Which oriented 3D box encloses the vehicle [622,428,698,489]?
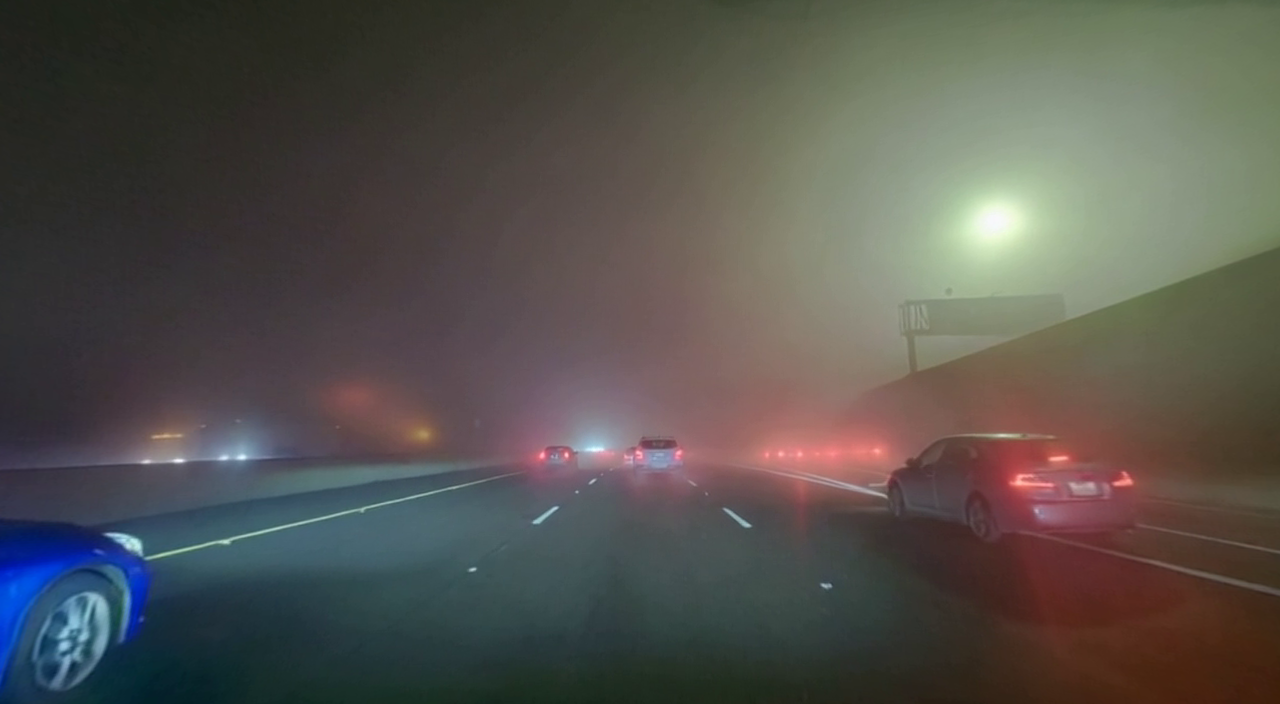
[{"bbox_3d":[0.549,3.423,20.539,2.202,1.748,4.158,0,-8,-1],"label":"vehicle"}]

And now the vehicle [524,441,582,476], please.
[{"bbox_3d":[-3.926,4.881,29.156,2.031,1.491,4.145,0,-8,1],"label":"vehicle"}]

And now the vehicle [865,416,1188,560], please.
[{"bbox_3d":[5.299,1.910,9.571,2.055,1.656,4.370,0,-8,-1],"label":"vehicle"}]

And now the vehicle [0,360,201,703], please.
[{"bbox_3d":[-3.940,0.706,1.777,2.160,1.639,4.431,0,-9,0],"label":"vehicle"}]
